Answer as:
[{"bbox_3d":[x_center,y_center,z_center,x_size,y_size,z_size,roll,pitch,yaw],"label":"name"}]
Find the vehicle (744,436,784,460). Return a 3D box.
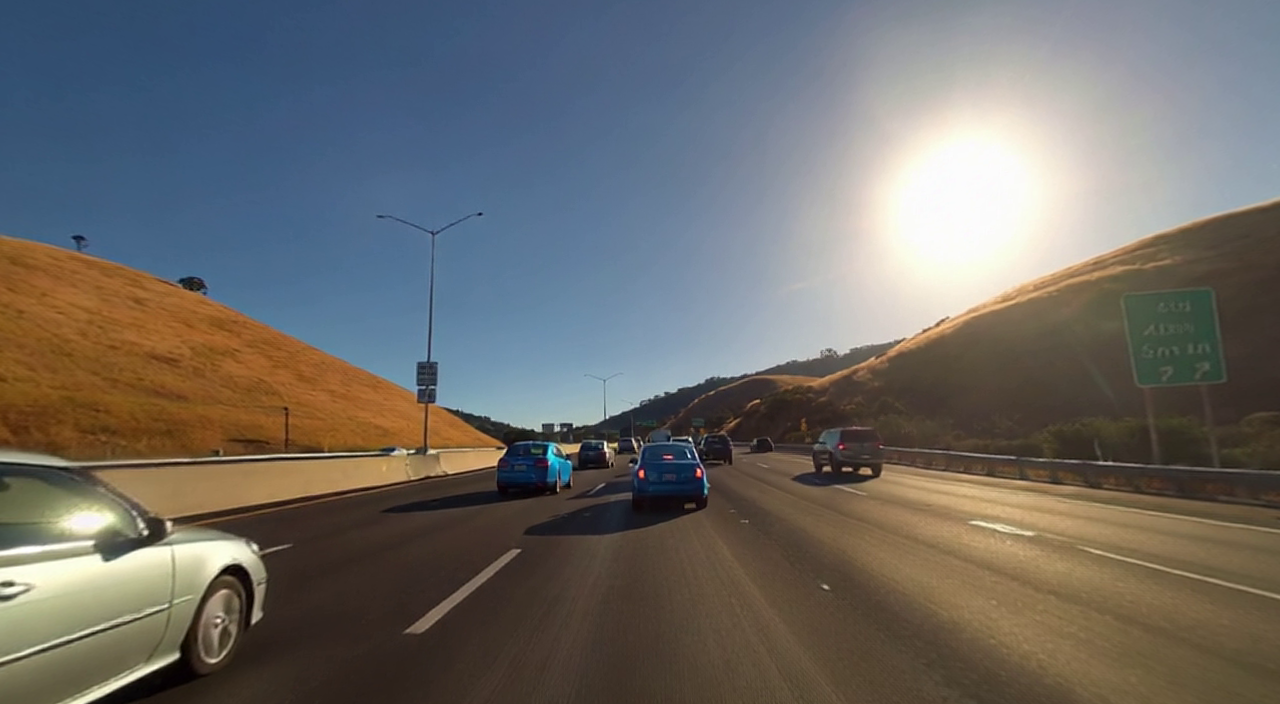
[{"bbox_3d":[8.868,6.869,45.394,2.032,1.580,4.928,-1,-8,2],"label":"vehicle"}]

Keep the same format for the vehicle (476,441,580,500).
[{"bbox_3d":[-3.006,3.283,18.011,2.017,1.446,4.384,-1,-8,2],"label":"vehicle"}]

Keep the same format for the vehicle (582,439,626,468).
[{"bbox_3d":[-2.038,5.910,37.031,2.034,1.572,4.444,-1,-8,3],"label":"vehicle"}]

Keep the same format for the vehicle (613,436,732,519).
[{"bbox_3d":[0.642,2.492,13.071,2.072,1.431,3.904,-1,-8,2],"label":"vehicle"}]

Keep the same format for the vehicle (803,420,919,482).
[{"bbox_3d":[7.296,3.320,21.474,2.210,1.831,4.843,-1,-8,1],"label":"vehicle"}]

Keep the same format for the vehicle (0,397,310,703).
[{"bbox_3d":[-3.428,0.933,2.314,2.033,1.513,4.333,-1,-8,1],"label":"vehicle"}]
